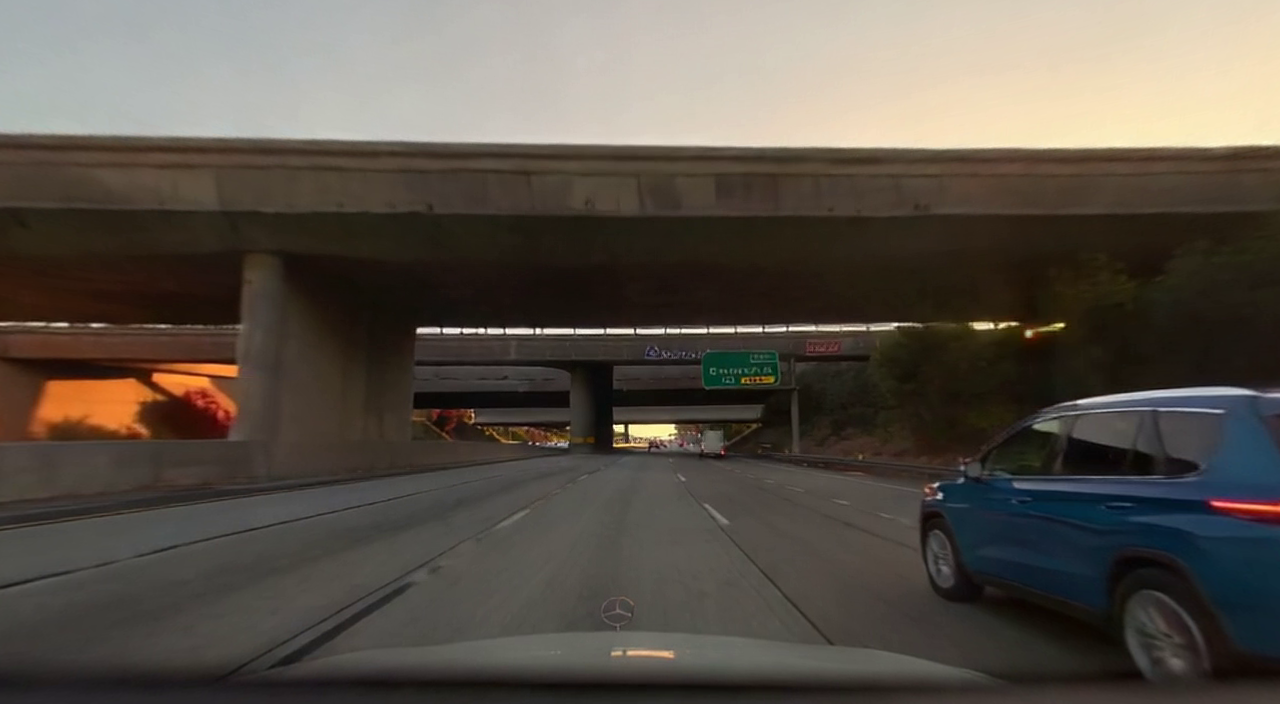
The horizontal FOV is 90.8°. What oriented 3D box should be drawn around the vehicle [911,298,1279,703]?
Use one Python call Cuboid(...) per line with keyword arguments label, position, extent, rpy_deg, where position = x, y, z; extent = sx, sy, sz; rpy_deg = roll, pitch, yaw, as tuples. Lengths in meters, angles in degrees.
Cuboid(label="vehicle", position=(3.648, 0.869, 3.330), extent=(2.155, 1.918, 4.945), rpy_deg=(0, -9, -1))
